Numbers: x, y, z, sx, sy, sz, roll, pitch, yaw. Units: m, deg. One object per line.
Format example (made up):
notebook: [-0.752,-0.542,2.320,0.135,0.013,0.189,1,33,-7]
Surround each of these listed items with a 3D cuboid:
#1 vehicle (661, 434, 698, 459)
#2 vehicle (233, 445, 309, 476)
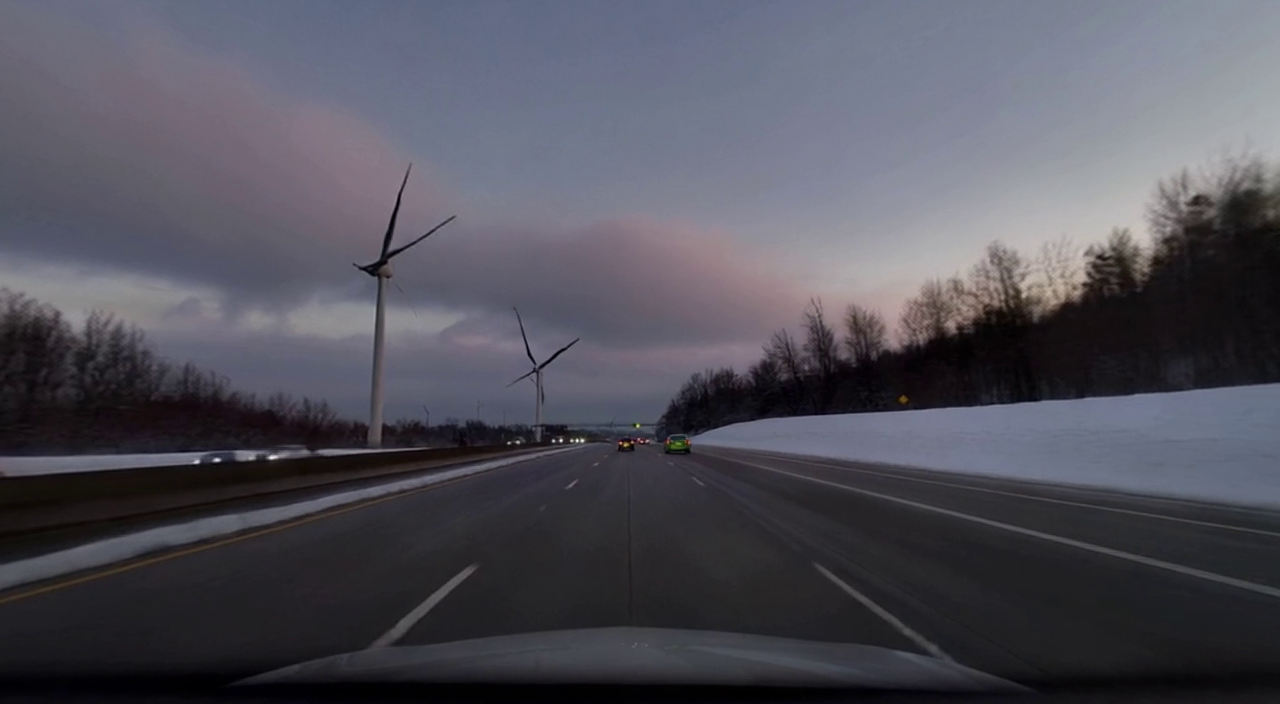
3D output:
vehicle: [2.613,6.295,42.153,2.041,1.551,3.974,0,-8,-3]
vehicle: [-20.154,5.904,34.526,1.821,1.503,3.978,0,-8,-1]
